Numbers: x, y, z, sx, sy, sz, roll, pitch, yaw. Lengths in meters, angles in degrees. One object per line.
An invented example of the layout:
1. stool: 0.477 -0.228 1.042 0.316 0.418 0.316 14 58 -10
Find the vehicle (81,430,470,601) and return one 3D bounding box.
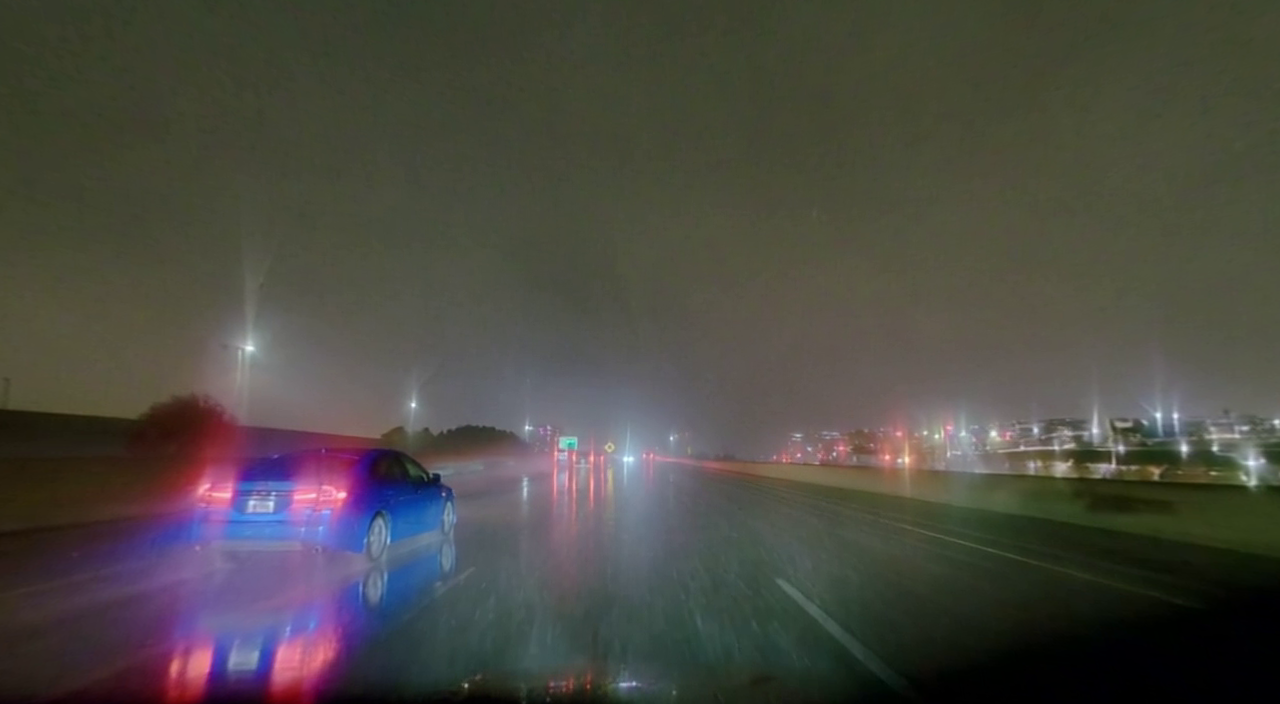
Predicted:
1. vehicle: -3.797 1.773 7.813 2.114 1.480 4.473 0 -9 0

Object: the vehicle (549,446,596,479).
1. vehicle: -3.624 6.029 34.815 2.075 1.702 4.257 0 -9 0
